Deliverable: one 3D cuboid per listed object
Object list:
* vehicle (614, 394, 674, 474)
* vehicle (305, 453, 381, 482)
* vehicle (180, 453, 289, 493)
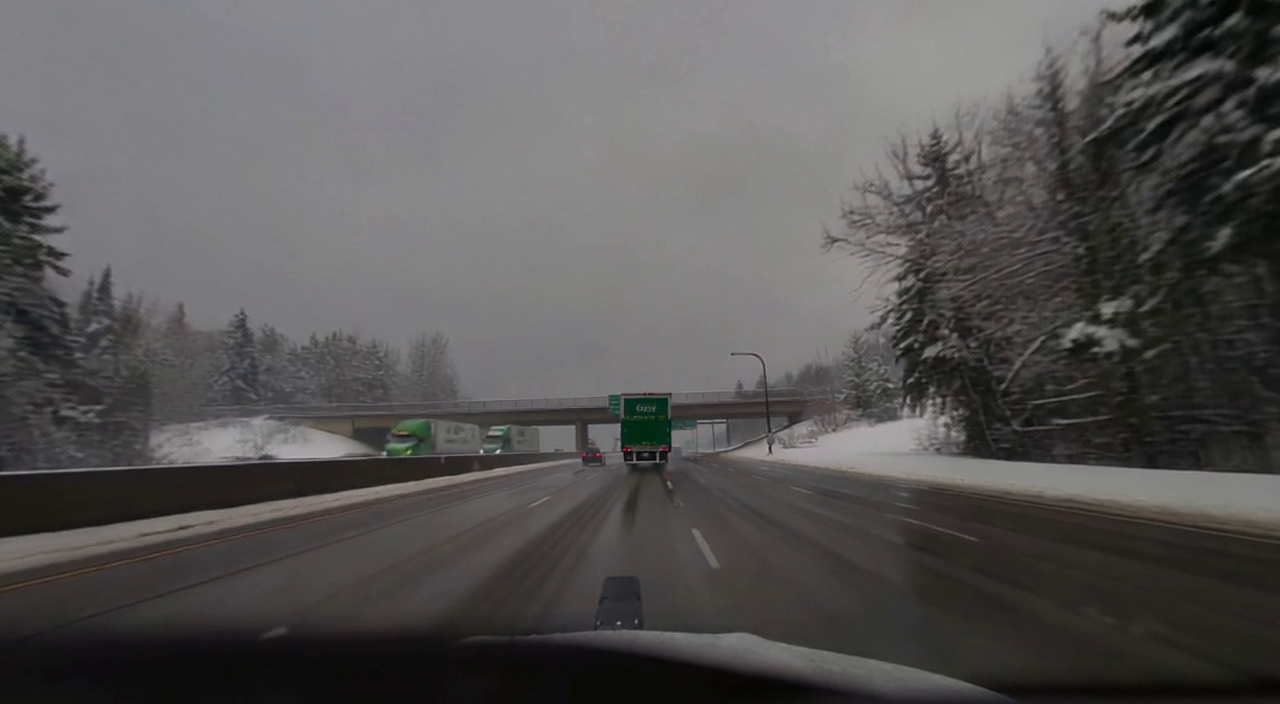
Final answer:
[{"bbox_3d":[0.235,5.127,38.422,3.025,4.002,12.709,0,-9,0],"label":"vehicle"},{"bbox_3d":[-16.370,6.353,34.944,1.852,1.430,4.631,-1,-9,2],"label":"vehicle"},{"bbox_3d":[-15.755,4.685,24.678,1.722,1.411,3.752,-1,-9,1],"label":"vehicle"}]
